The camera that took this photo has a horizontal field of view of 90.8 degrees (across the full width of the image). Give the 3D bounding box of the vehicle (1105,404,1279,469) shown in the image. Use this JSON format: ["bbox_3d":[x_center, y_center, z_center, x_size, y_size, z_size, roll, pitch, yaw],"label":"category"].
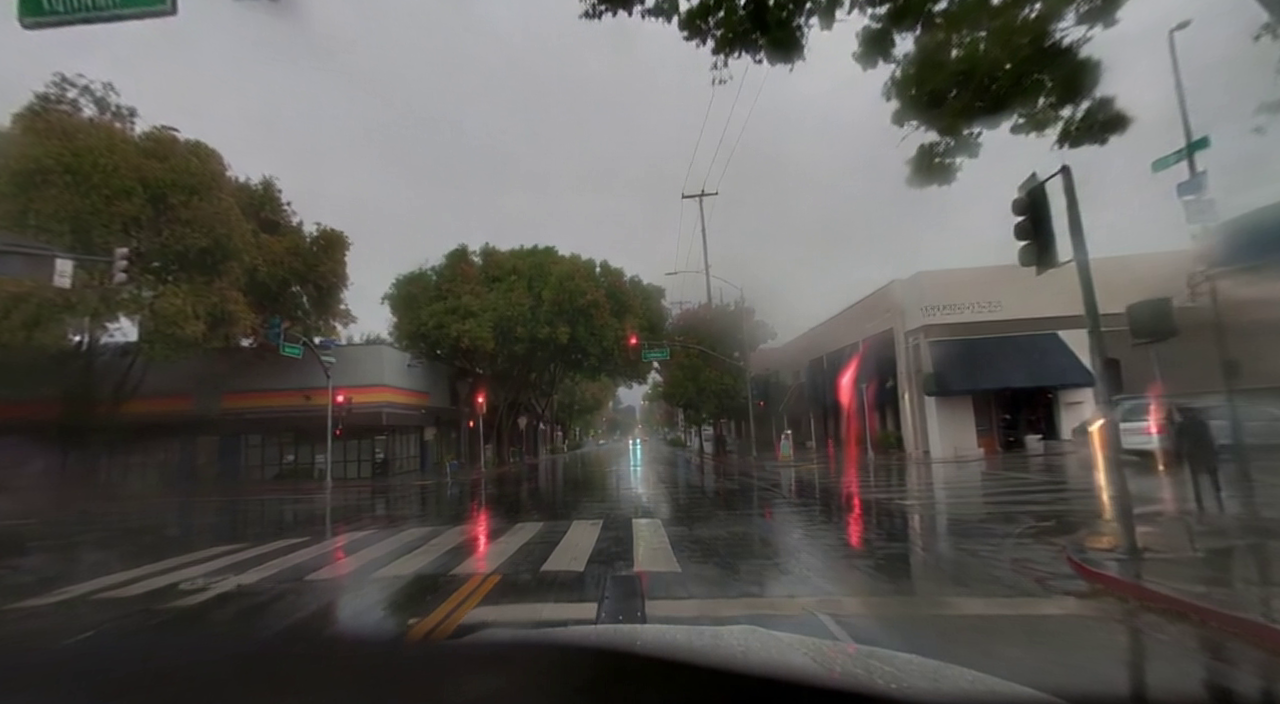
[{"bbox_3d":[14.477,2.077,15.490,4.632,1.484,1.907,0,-8,-2],"label":"vehicle"}]
